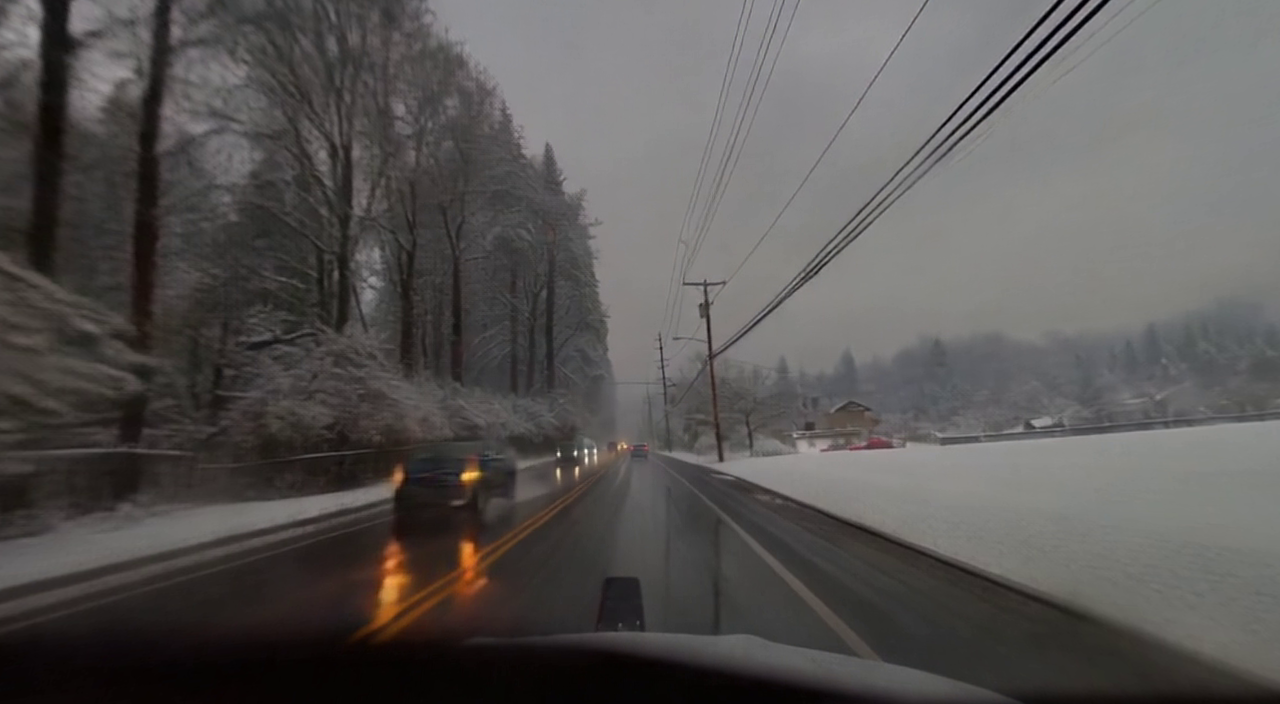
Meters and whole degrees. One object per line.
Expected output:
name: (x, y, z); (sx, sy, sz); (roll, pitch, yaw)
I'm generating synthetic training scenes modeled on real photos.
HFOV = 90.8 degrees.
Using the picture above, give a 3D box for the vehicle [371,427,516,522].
vehicle: (-4.269, 2.715, 14.569); (1.968, 1.813, 4.409); (0, -8, -1)

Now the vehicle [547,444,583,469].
vehicle: (-5.288, 7.430, 45.118); (2.114, 1.712, 4.340); (0, -8, -2)
